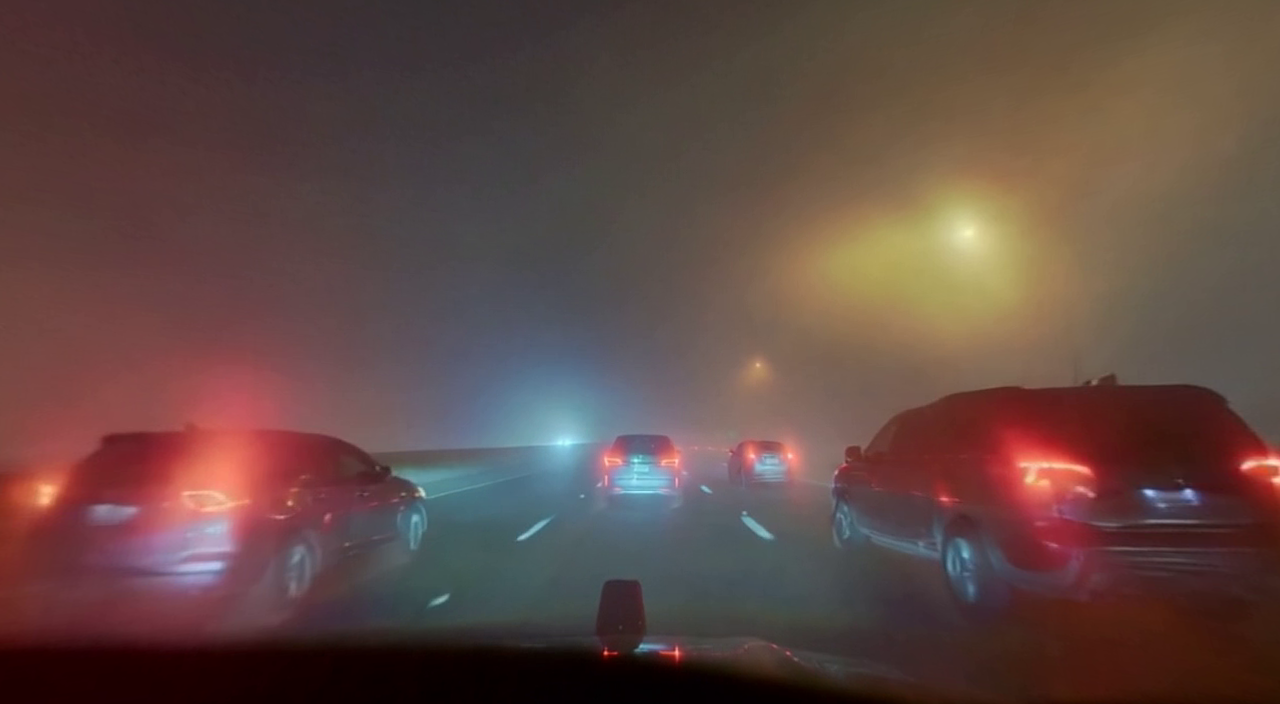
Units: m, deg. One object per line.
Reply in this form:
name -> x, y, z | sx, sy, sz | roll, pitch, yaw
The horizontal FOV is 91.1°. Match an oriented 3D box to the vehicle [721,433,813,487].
vehicle -> 4.158, 3.625, 21.343 | 2.210, 1.625, 4.249 | 0, -9, -1

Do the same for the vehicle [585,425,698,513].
vehicle -> 0.028, 2.495, 13.835 | 2.099, 1.640, 4.134 | 0, -9, 0

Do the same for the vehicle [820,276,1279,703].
vehicle -> 3.868, 1.093, 5.709 | 2.732, 2.065, 5.826 | 0, -9, 0

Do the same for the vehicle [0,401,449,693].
vehicle -> -3.538, 1.370, 5.704 | 2.011, 1.510, 4.698 | 0, -9, 1
